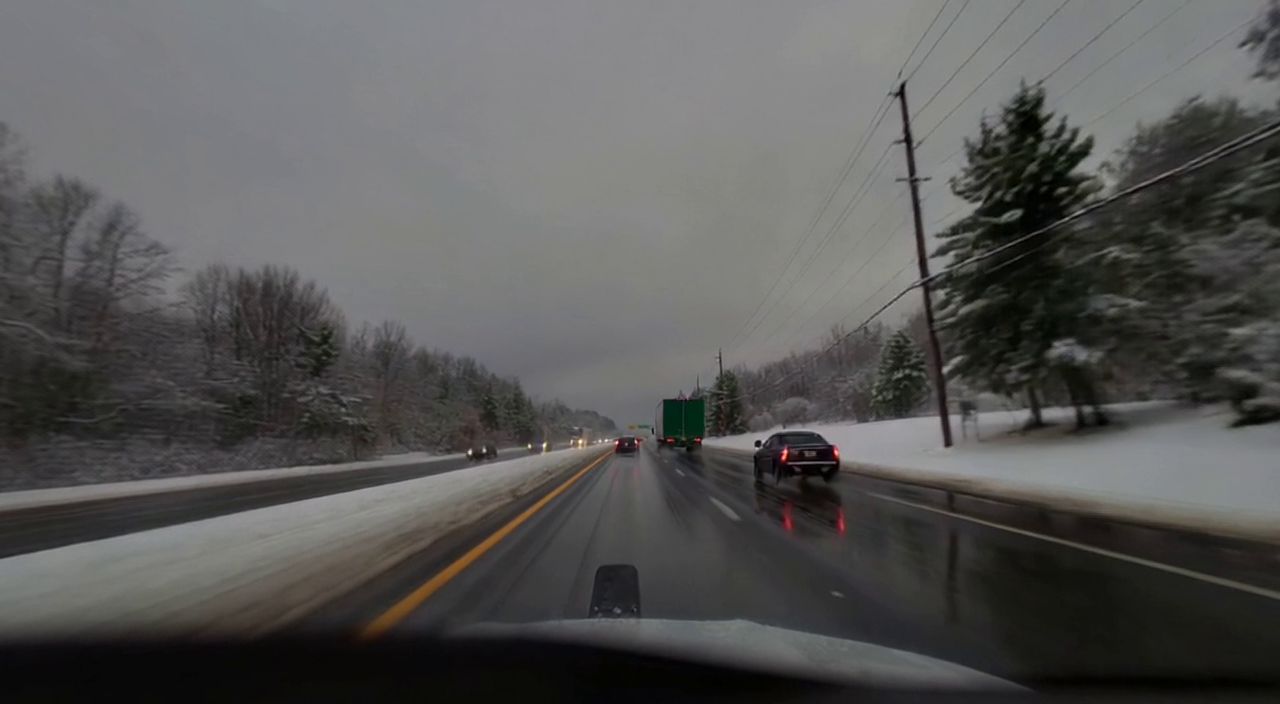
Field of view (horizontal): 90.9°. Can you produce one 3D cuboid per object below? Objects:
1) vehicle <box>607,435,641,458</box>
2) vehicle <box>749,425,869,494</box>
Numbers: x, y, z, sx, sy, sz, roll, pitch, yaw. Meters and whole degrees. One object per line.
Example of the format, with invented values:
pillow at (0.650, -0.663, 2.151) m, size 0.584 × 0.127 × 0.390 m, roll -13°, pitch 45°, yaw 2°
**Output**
vehicle at (-1.037, 6.276, 42.203) m, size 2.163 × 1.466 × 3.693 m, roll 0°, pitch -7°, yaw -1°
vehicle at (4.231, 2.726, 16.474) m, size 1.930 × 1.573 × 3.853 m, roll 0°, pitch -7°, yaw -2°
